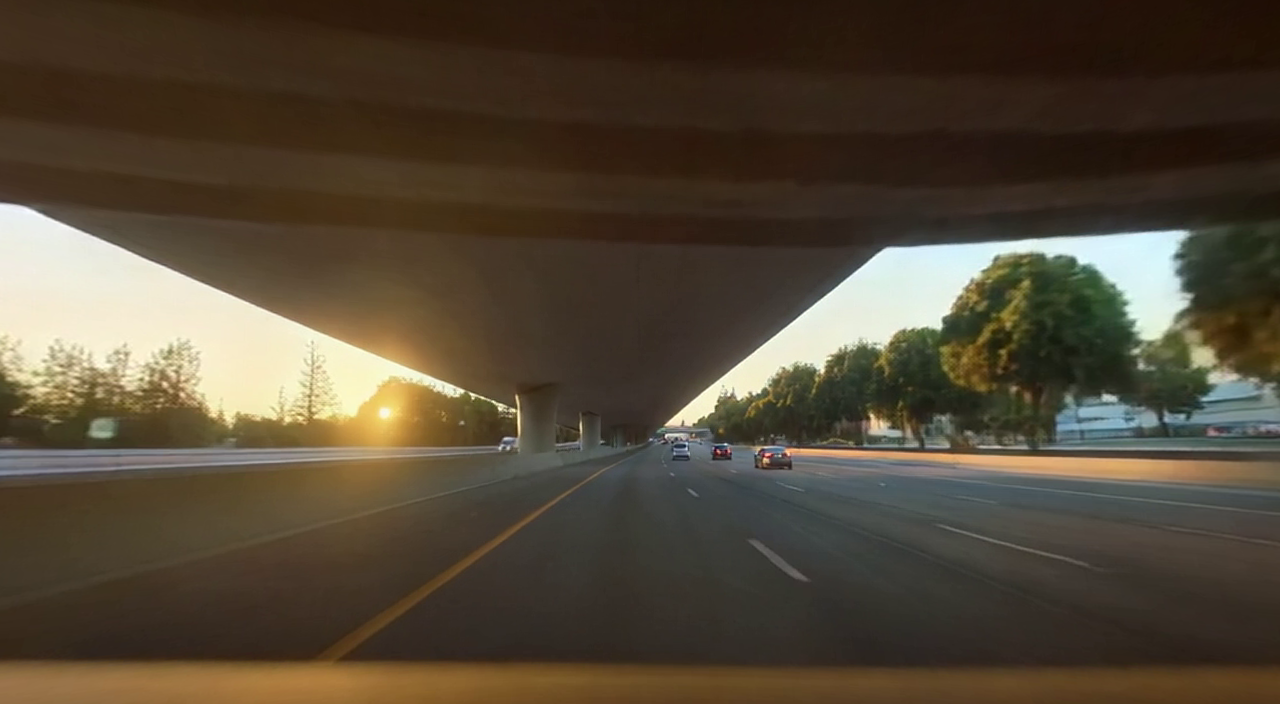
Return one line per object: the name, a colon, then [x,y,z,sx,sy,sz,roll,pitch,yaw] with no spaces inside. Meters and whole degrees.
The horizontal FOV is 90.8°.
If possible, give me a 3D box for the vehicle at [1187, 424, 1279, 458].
vehicle: [29.021,4.200,29.755,1.967,1.491,4.970,0,-9,-1]
